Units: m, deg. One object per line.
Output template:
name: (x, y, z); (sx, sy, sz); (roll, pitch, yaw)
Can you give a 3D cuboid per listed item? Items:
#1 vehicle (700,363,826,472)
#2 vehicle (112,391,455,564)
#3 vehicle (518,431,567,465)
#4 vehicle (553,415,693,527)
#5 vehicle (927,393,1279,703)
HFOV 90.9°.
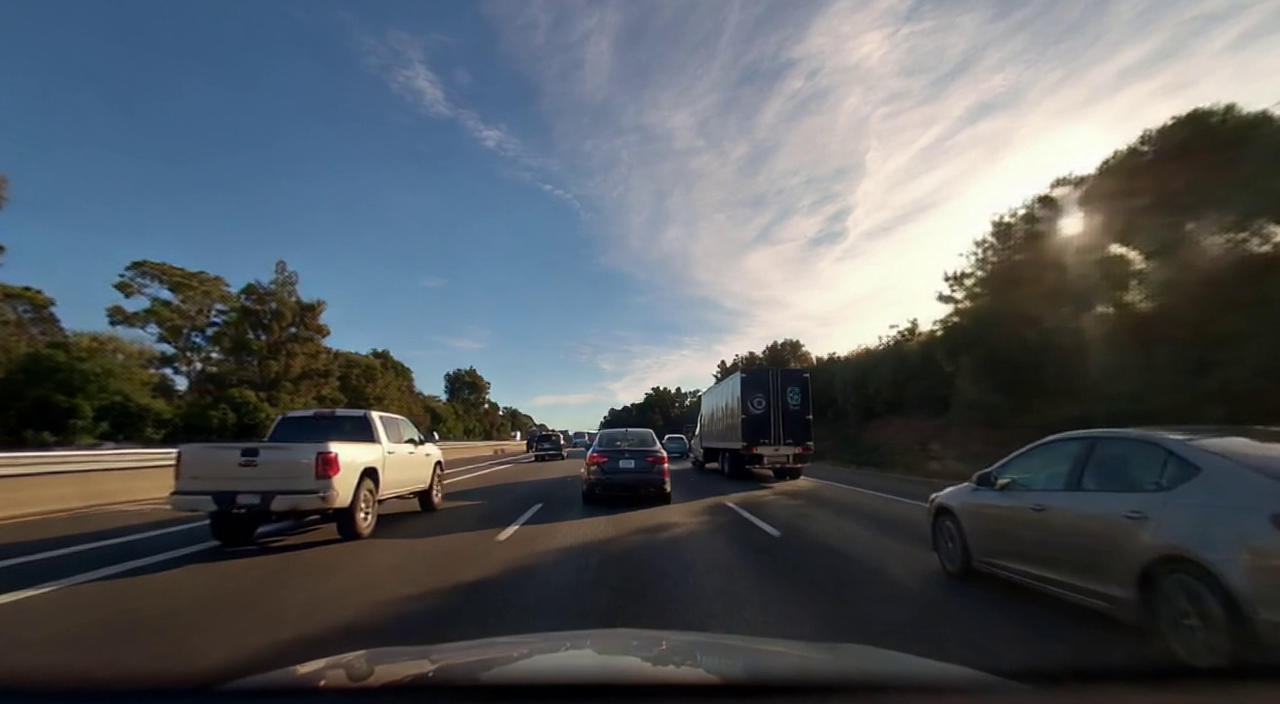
vehicle: (5.352, 3.433, 31.029); (2.888, 4.135, 14.071); (0, -8, -2)
vehicle: (-4.360, 1.611, 8.884); (2.101, 1.767, 4.702); (0, -8, -1)
vehicle: (-5.010, 4.975, 32.913); (1.971, 1.648, 3.983); (0, -8, 0)
vehicle: (-0.293, 2.037, 11.368); (2.083, 1.647, 3.799); (0, -8, -2)
vehicle: (3.554, 1.049, 3.561); (1.951, 1.477, 3.963); (0, -8, 0)
